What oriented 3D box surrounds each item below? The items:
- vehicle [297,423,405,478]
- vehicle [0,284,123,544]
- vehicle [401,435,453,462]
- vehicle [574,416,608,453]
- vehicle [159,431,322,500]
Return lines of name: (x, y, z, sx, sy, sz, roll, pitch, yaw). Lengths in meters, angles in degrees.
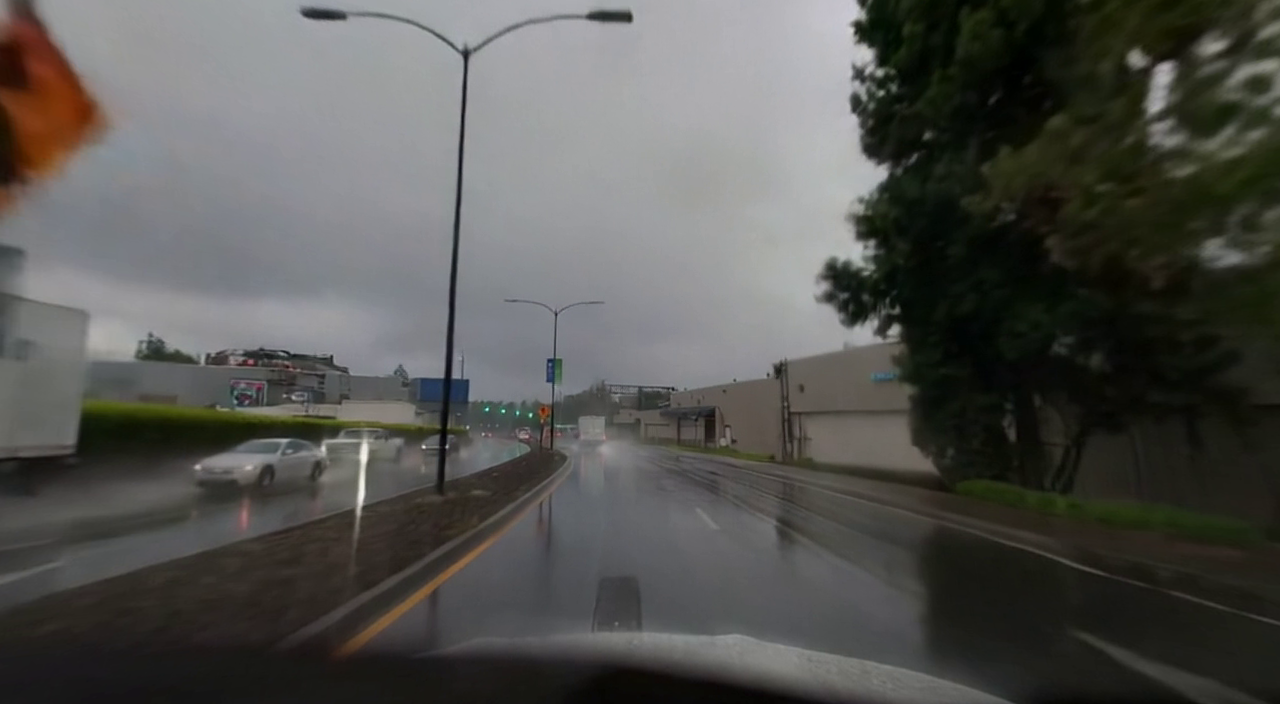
vehicle: (-11.224, 3.854, 25.000, 2.198, 1.916, 5.296, 1, -8, -5)
vehicle: (-10.176, 0.471, 5.825, 3.012, 3.547, 9.604, 0, -8, -3)
vehicle: (-12.302, 5.583, 36.682, 1.897, 1.515, 3.986, 1, -8, -5)
vehicle: (-3.911, 6.488, 49.635, 2.276, 2.706, 5.232, 1, -8, -9)
vehicle: (-10.585, 2.984, 17.122, 1.926, 1.610, 4.079, 0, -8, -3)
